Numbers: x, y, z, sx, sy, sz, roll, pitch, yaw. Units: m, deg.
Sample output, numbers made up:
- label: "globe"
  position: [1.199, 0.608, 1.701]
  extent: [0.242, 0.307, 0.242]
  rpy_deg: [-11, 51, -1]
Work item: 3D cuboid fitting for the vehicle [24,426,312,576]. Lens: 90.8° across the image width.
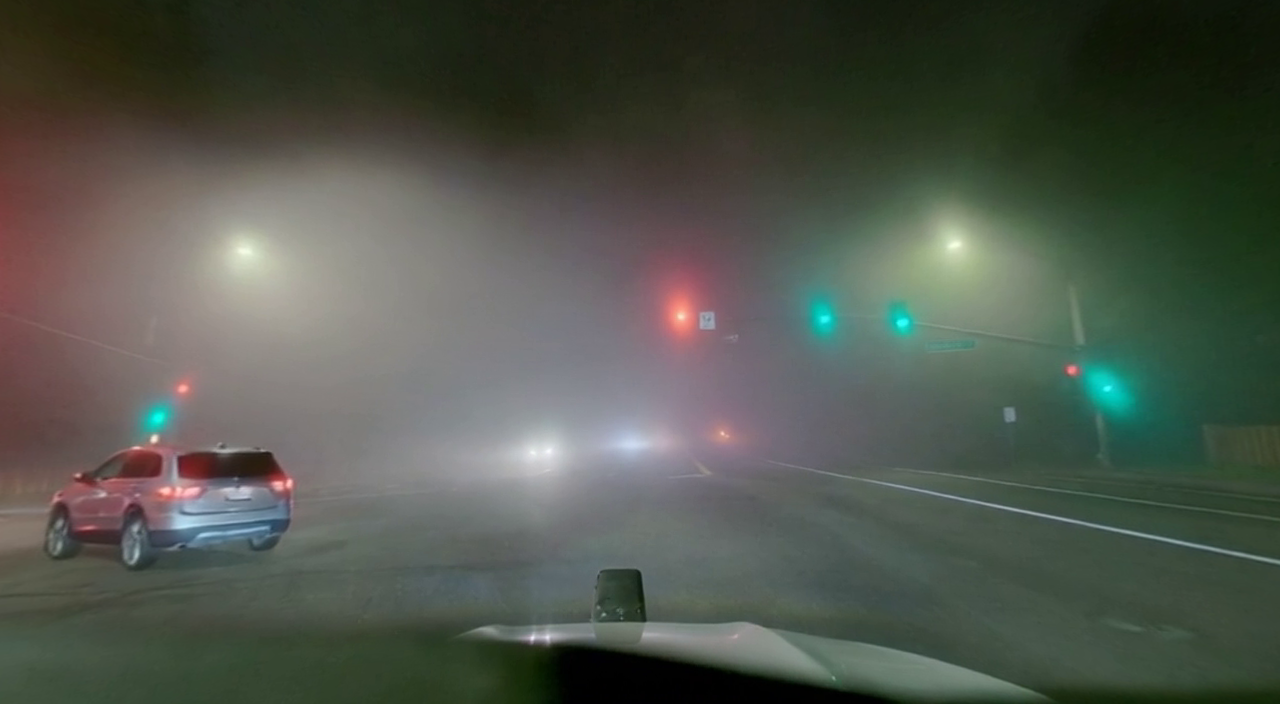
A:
- label: "vehicle"
  position: [-7.581, 2.183, 10.065]
  extent: [4.580, 1.827, 2.230]
  rpy_deg: [-7, -10, 35]
